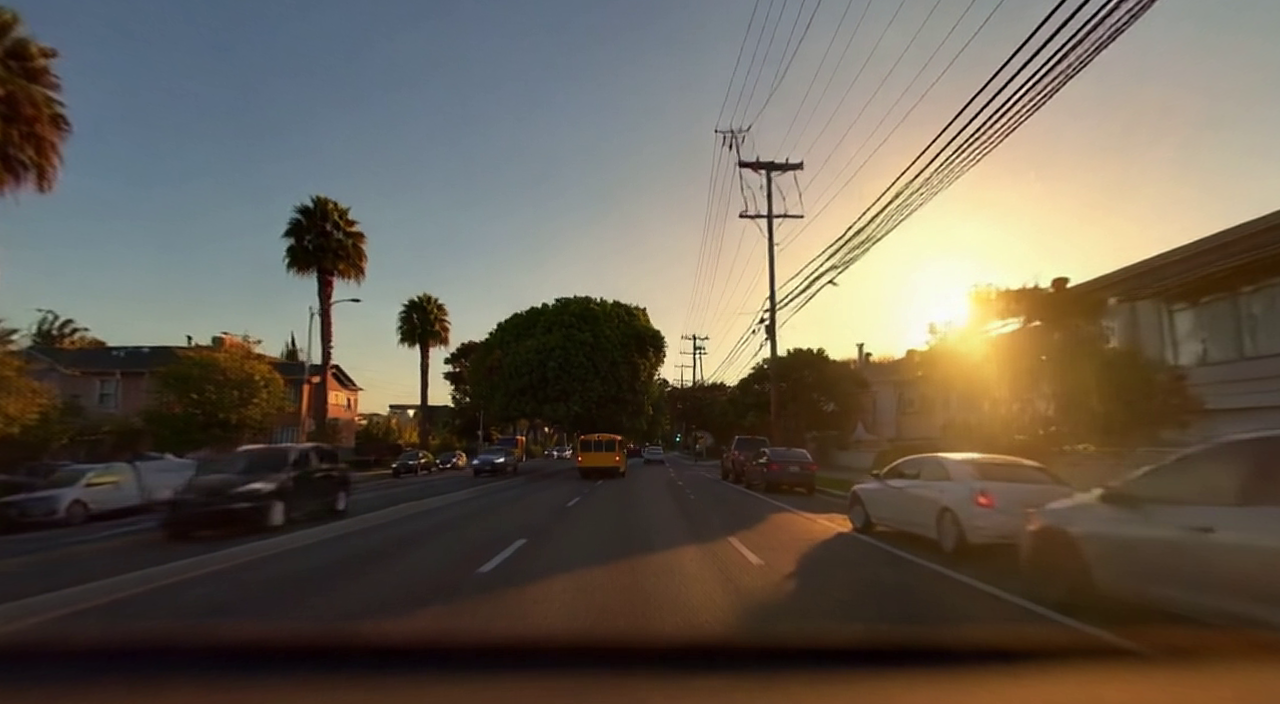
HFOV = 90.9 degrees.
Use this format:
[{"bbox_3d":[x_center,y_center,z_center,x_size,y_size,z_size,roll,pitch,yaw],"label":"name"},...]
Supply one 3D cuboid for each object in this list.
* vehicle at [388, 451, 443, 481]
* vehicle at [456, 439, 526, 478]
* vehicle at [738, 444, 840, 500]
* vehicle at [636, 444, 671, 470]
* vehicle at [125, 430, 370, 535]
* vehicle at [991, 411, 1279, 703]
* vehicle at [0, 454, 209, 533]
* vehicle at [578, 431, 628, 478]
[{"bbox_3d":[-15.255,7.739,43.044,1.993,1.639,5.065,-5,-8,-2],"label":"vehicle"},{"bbox_3d":[-8.532,6.158,36.694,2.653,1.964,5.699,-3,-9,0],"label":"vehicle"},{"bbox_3d":[4.304,3.534,19.029,1.838,1.458,4.750,0,-9,-1],"label":"vehicle"},{"bbox_3d":[0.890,6.555,39.414,2.063,1.495,3.849,0,-9,2],"label":"vehicle"},{"bbox_3d":[-7.887,2.650,13.448,2.096,1.798,4.831,0,-9,0],"label":"vehicle"},{"bbox_3d":[4.144,1.116,3.458,1.946,1.530,4.240,0,-9,0],"label":"vehicle"},{"bbox_3d":[-14.178,3.678,16.988,2.041,1.643,4.665,-5,-9,-3],"label":"vehicle"},{"bbox_3d":[-1.679,4.834,29.912,2.168,2.040,4.527,0,-9,-2],"label":"vehicle"}]
